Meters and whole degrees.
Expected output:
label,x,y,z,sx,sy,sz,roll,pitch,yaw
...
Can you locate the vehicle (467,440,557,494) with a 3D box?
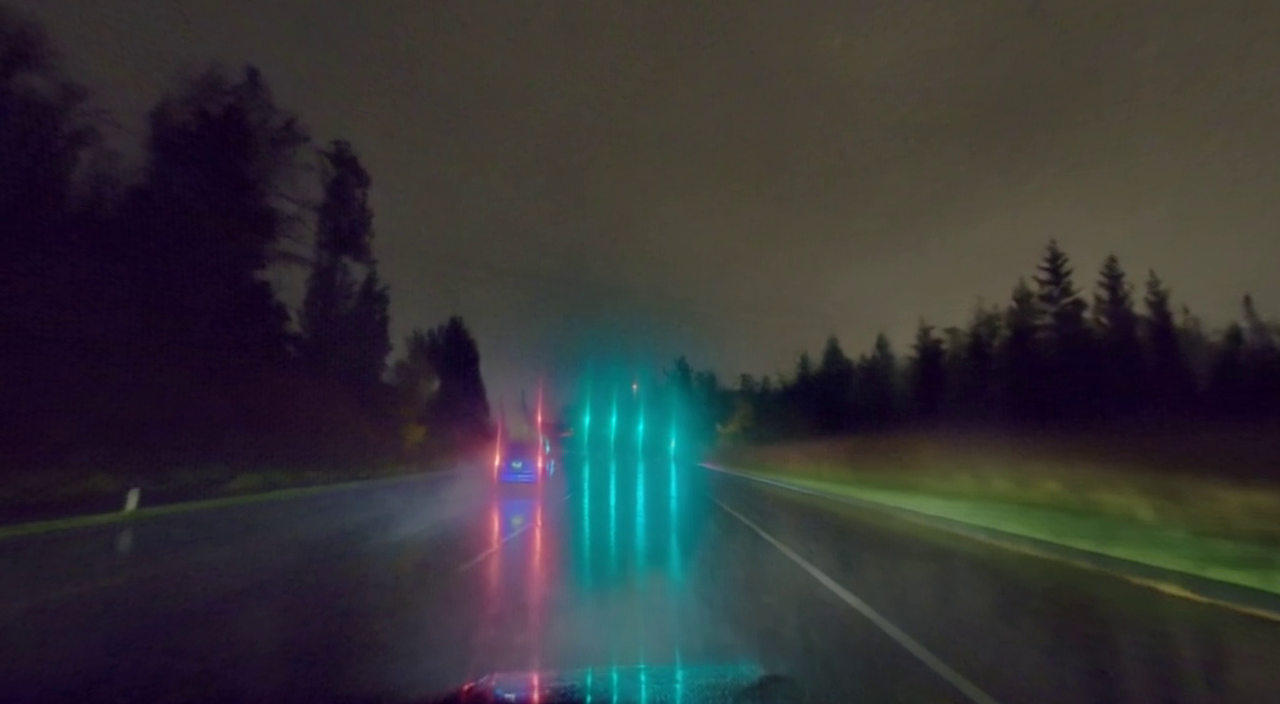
label,x,y,z,sx,sy,sz,roll,pitch,yaw
vehicle,-3.908,3.591,20.130,1.968,1.503,4.443,0,-8,0
